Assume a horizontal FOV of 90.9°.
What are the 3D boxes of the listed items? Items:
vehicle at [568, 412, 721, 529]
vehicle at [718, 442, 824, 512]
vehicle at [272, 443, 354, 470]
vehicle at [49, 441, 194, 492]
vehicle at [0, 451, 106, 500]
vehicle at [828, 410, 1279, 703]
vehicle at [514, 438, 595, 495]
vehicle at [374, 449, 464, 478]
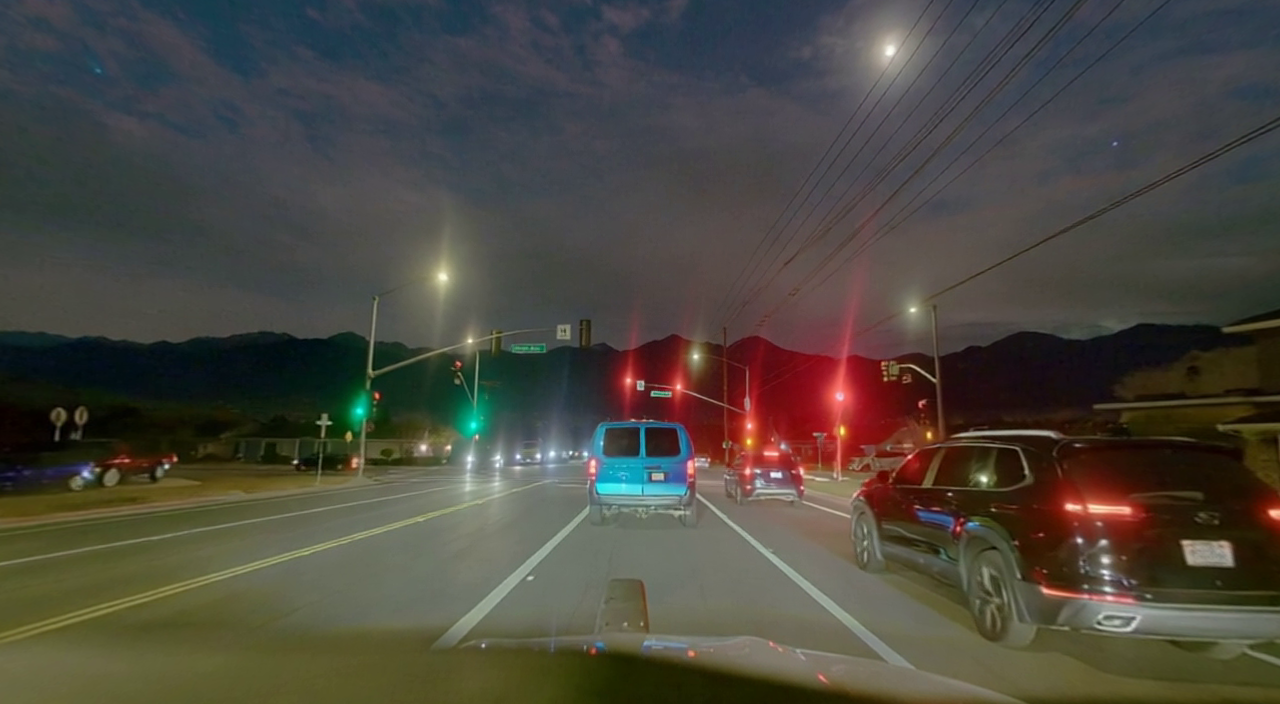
[{"bbox_3d":[0.081,2.433,13.554,2.636,2.011,5.130,0,-8,0],"label":"vehicle"},{"bbox_3d":[3.390,3.298,17.227,1.957,1.646,4.355,0,-8,0],"label":"vehicle"},{"bbox_3d":[-22.030,7.041,42.535,4.428,1.738,1.886,0,-8,1],"label":"vehicle"},{"bbox_3d":[-20.422,4.496,25.171,1.996,1.809,4.699,1,-8,-5],"label":"vehicle"},{"bbox_3d":[-20.081,3.901,20.131,1.830,1.436,4.771,0,-8,1],"label":"vehicle"},{"bbox_3d":[3.523,1.497,5.774,2.155,1.658,4.721,0,-8,0],"label":"vehicle"},{"bbox_3d":[-2.809,3.906,21.859,2.059,1.749,4.458,0,-8,2],"label":"vehicle"},{"bbox_3d":[-12.559,6.286,35.871,4.644,1.533,2.005,-4,-9,24],"label":"vehicle"}]
